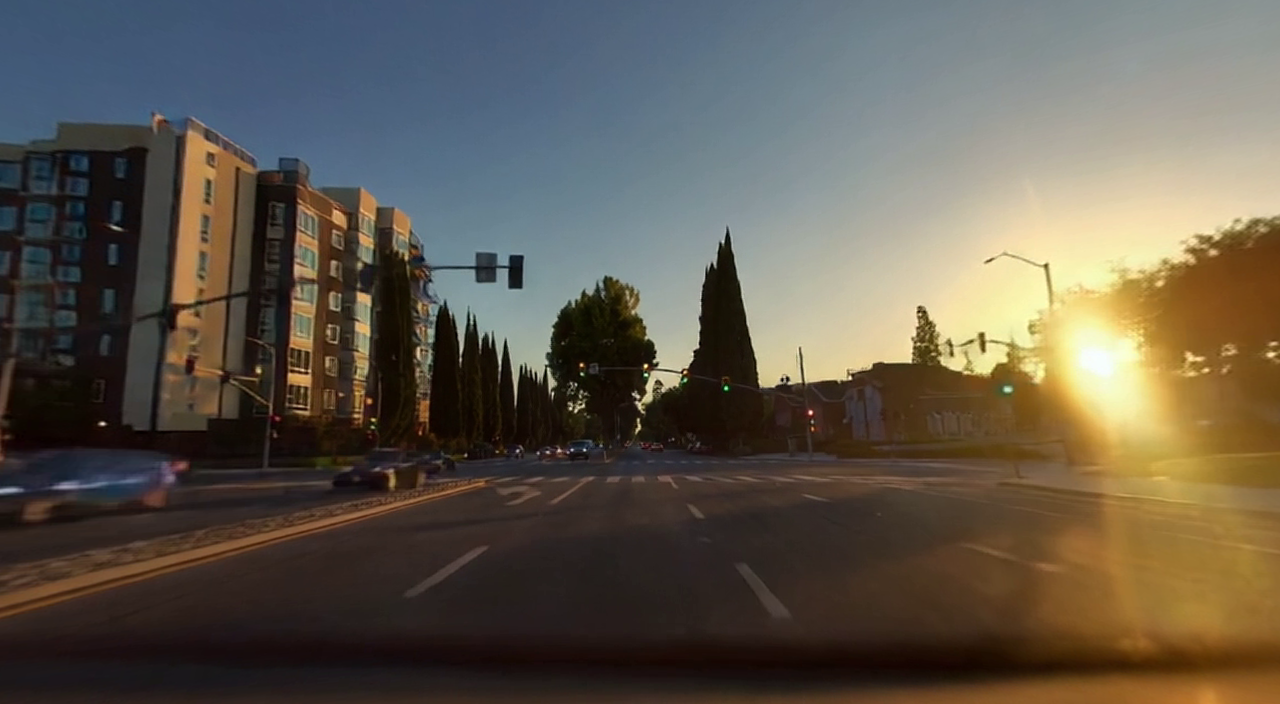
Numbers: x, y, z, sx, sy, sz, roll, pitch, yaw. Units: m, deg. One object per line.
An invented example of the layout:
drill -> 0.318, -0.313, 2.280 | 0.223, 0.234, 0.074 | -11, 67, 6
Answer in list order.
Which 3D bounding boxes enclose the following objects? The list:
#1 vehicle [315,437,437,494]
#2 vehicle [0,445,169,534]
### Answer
vehicle -> -8.767, 3.787, 21.502 | 2.140, 1.685, 4.571 | 0, -8, 0
vehicle -> -11.869, 2.568, 12.278 | 1.952, 1.478, 4.521 | 0, -8, 0
